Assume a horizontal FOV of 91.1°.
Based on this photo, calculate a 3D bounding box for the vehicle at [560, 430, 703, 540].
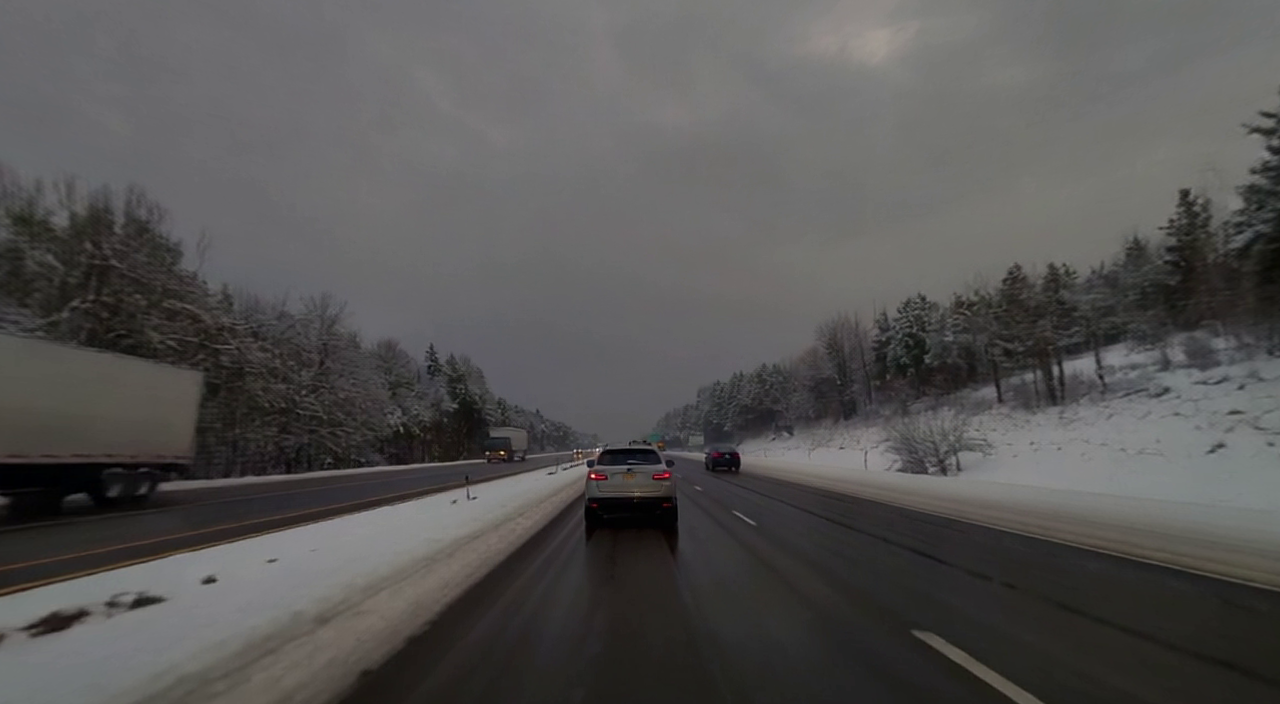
[{"bbox_3d":[-0.156,2.229,11.106,2.088,1.580,3.657,0,-9,-1],"label":"vehicle"}]

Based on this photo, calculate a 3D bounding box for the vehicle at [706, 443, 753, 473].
[{"bbox_3d":[4.787,5.763,34.304,1.931,1.516,3.995,0,-9,0],"label":"vehicle"}]

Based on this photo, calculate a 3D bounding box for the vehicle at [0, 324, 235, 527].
[{"bbox_3d":[-13.663,1.476,12.438,2.747,3.857,13.057,0,-9,-1],"label":"vehicle"}]
